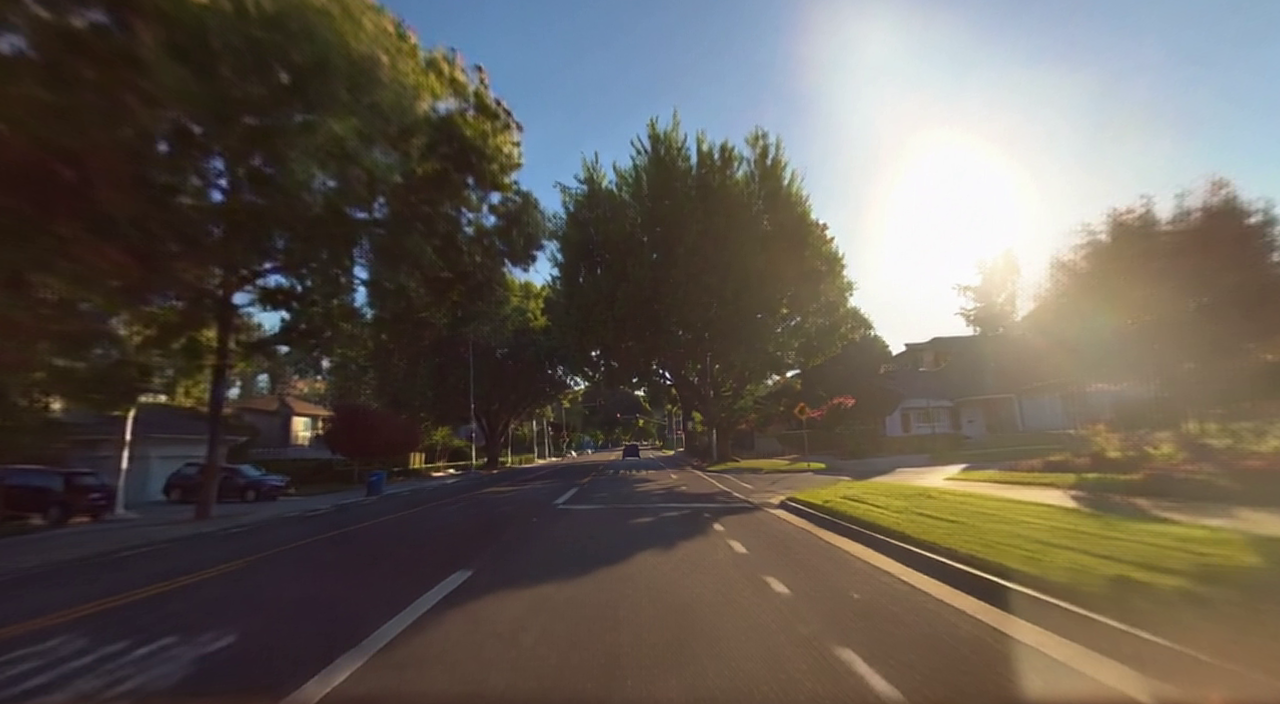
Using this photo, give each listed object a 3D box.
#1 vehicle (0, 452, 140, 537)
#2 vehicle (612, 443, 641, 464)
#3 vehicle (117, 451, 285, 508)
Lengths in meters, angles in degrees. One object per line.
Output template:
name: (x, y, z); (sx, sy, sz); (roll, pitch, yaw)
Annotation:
vehicle: (-16.700, 3.874, 17.745); (2.378, 1.922, 5.801); (-1, -8, -20)
vehicle: (-1.033, 7.858, 48.957); (2.104, 1.500, 3.815); (0, -9, -1)
vehicle: (-16.159, 4.689, 23.509); (2.043, 1.803, 4.631); (-12, -13, 37)
